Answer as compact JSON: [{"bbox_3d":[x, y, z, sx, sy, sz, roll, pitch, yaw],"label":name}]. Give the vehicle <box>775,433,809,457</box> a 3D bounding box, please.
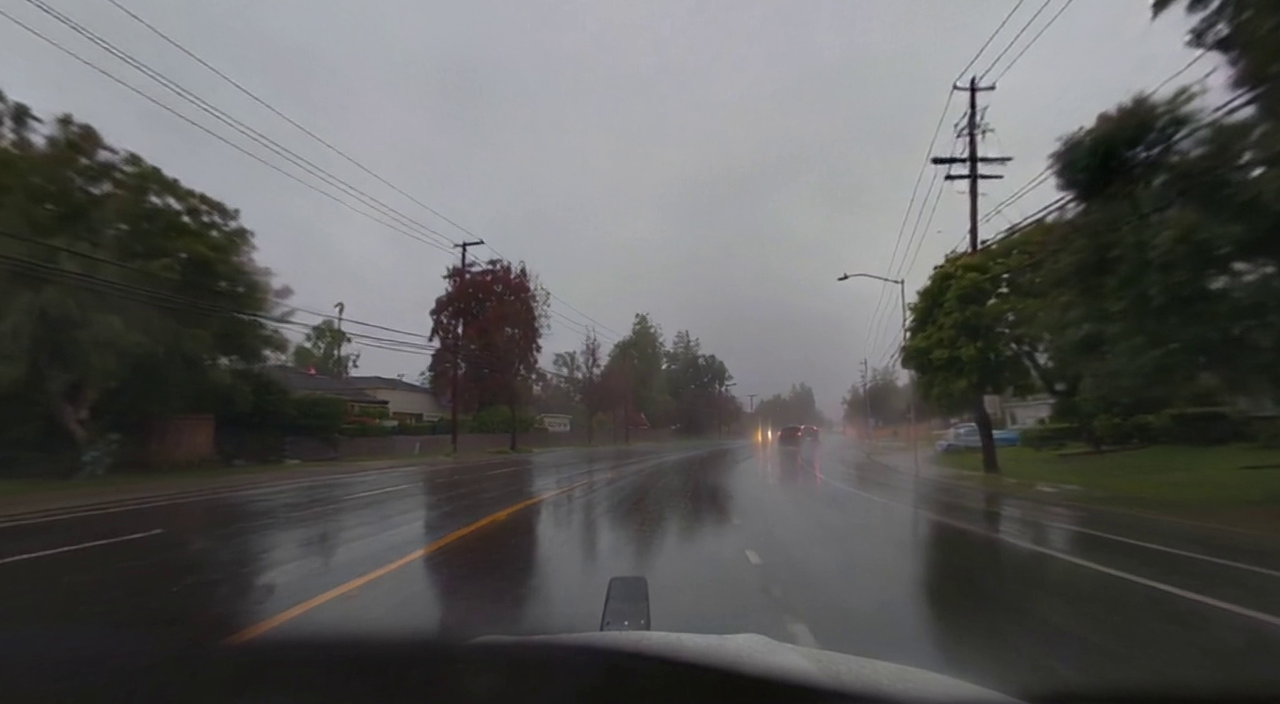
[{"bbox_3d":[9.805,6.028,40.730,1.982,1.451,4.152,-2,-9,13],"label":"vehicle"}]
